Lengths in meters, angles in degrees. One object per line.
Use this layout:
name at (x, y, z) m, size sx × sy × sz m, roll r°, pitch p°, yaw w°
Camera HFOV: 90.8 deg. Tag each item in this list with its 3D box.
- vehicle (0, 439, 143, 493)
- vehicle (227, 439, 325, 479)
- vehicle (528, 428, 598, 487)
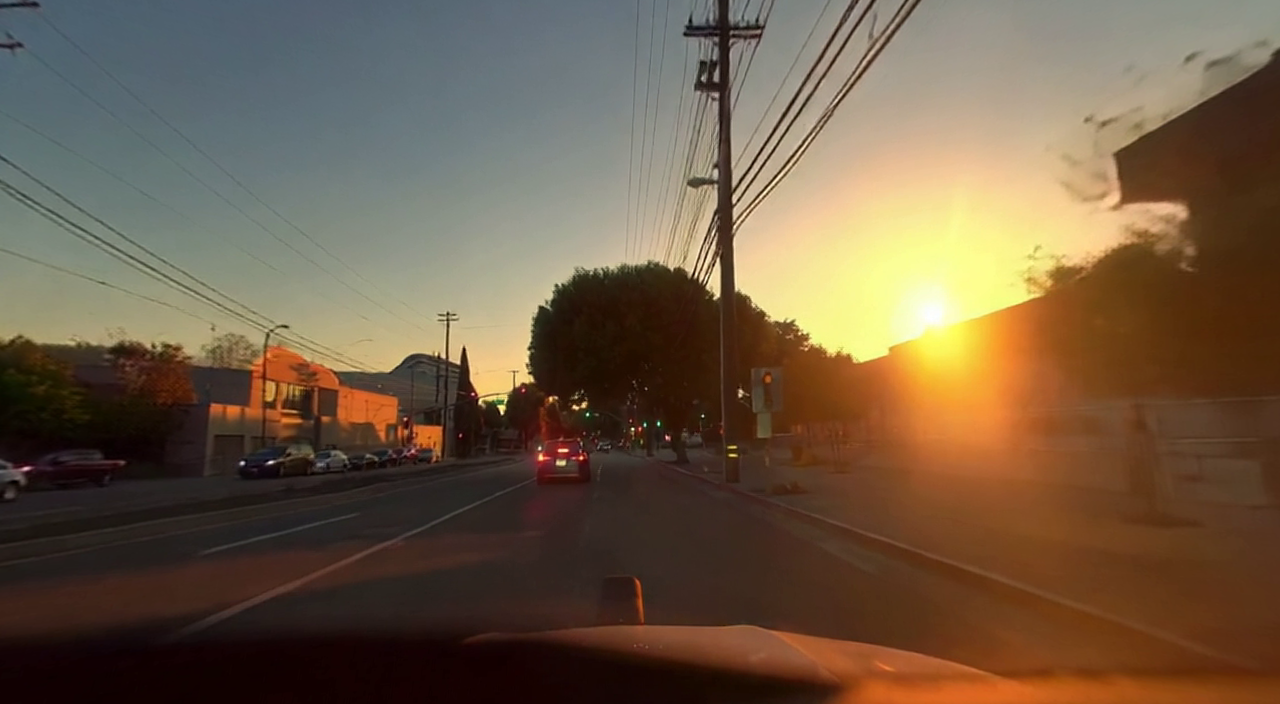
vehicle at (-27.091, 5.302, 29.399) m, size 5.928 × 2.096 × 2.250 m, roll -3°, pitch -7°, yaw -3°
vehicle at (-21.630, 6.381, 37.963) m, size 2.369 × 2.159 × 6.388 m, roll 0°, pitch -8°, yaw -3°
vehicle at (-2.450, 3.481, 21.079) m, size 2.022 × 1.757 × 4.041 m, roll 0°, pitch -8°, yaw -3°
